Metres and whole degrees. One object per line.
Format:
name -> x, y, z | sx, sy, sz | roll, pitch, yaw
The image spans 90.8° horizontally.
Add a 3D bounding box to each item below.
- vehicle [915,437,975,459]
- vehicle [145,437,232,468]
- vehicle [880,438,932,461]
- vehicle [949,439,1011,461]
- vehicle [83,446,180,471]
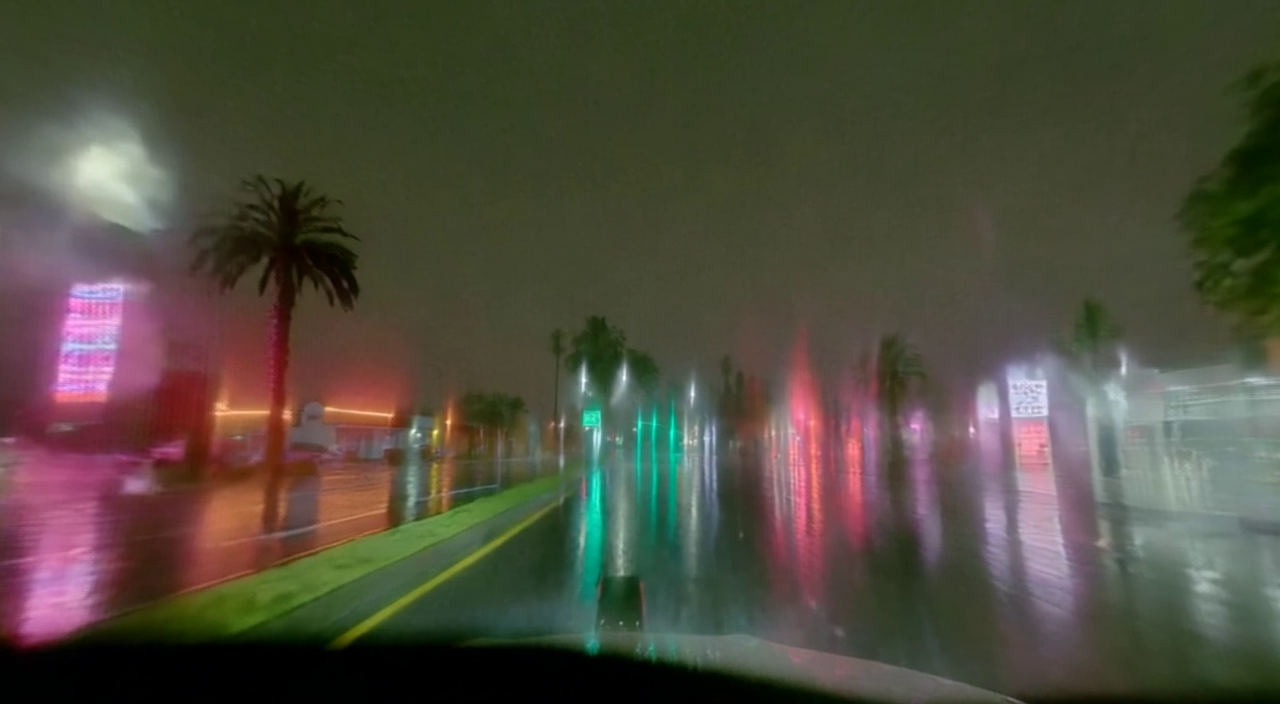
vehicle -> 21.424, 6.801, 44.530 | 1.986, 1.454, 4.332 | -1, -9, -1
vehicle -> -31.691, 7.060, 44.440 | 4.437, 2.070, 2.023 | 0, -9, -1
vehicle -> 18.618, 6.822, 44.405 | 1.852, 1.487, 3.896 | -1, -8, -2
vehicle -> 24.116, 6.954, 44.978 | 1.956, 1.517, 4.088 | 0, -8, -2
vehicle -> -31.581, 6.610, 39.310 | 4.351, 1.430, 1.858 | 0, -8, -2
